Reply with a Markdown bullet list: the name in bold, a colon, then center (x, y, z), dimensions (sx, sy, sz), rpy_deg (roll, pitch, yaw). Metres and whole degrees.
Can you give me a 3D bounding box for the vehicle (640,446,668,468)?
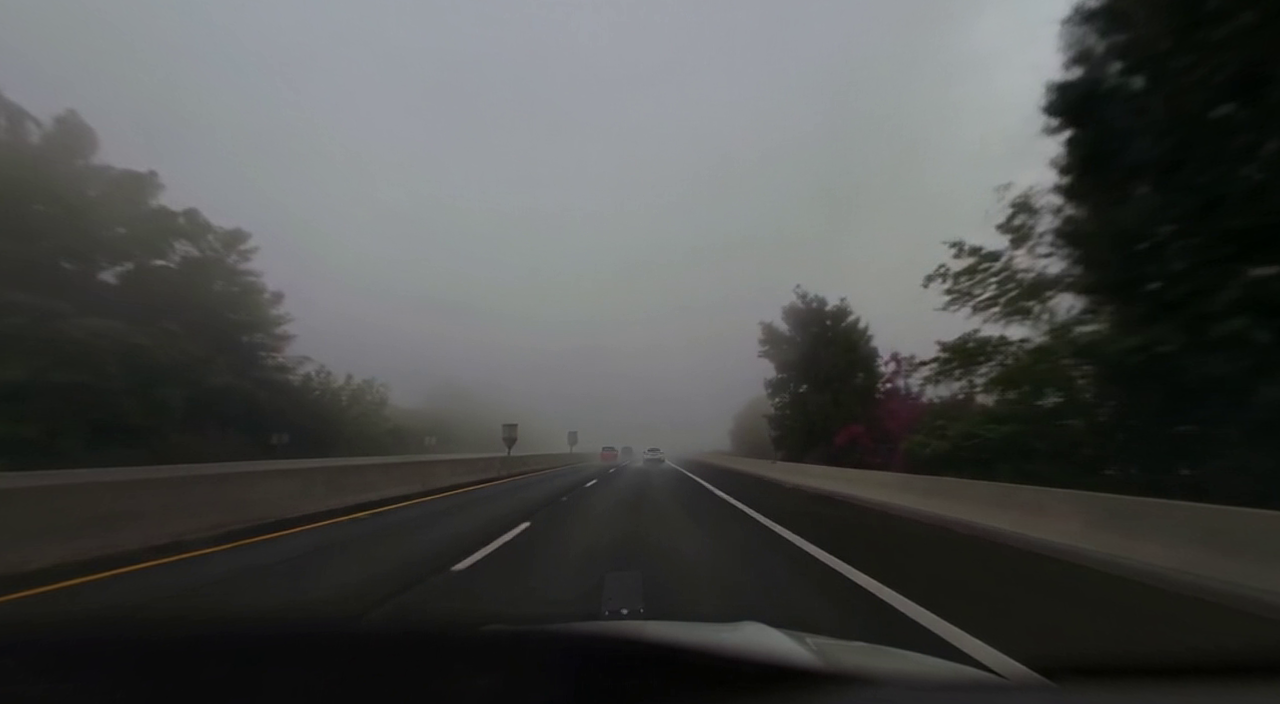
- **vehicle**: center (0.997, 7.528, 45.287), dimensions (1.934, 1.488, 3.832), rpy_deg (0, -9, 0)
